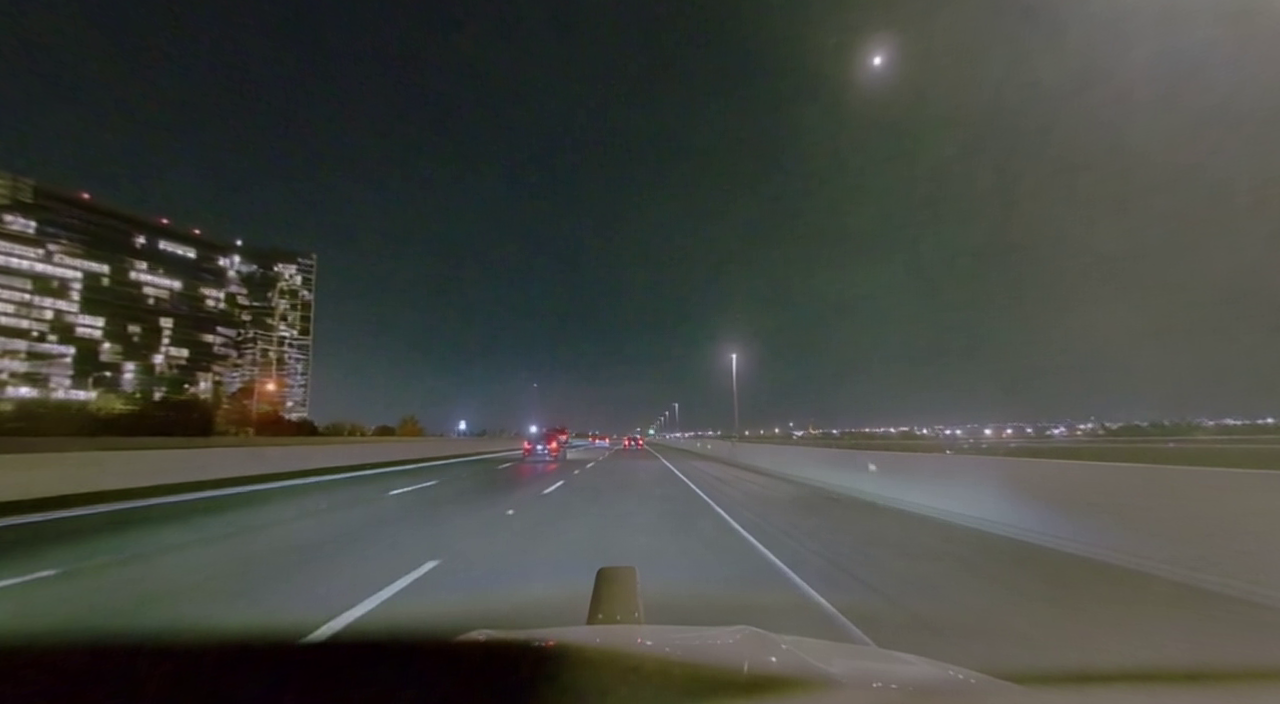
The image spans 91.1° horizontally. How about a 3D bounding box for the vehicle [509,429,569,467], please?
[{"bbox_3d":[-4.572,4.415,29.111,2.036,1.612,4.510,0,-8,0],"label":"vehicle"}]
